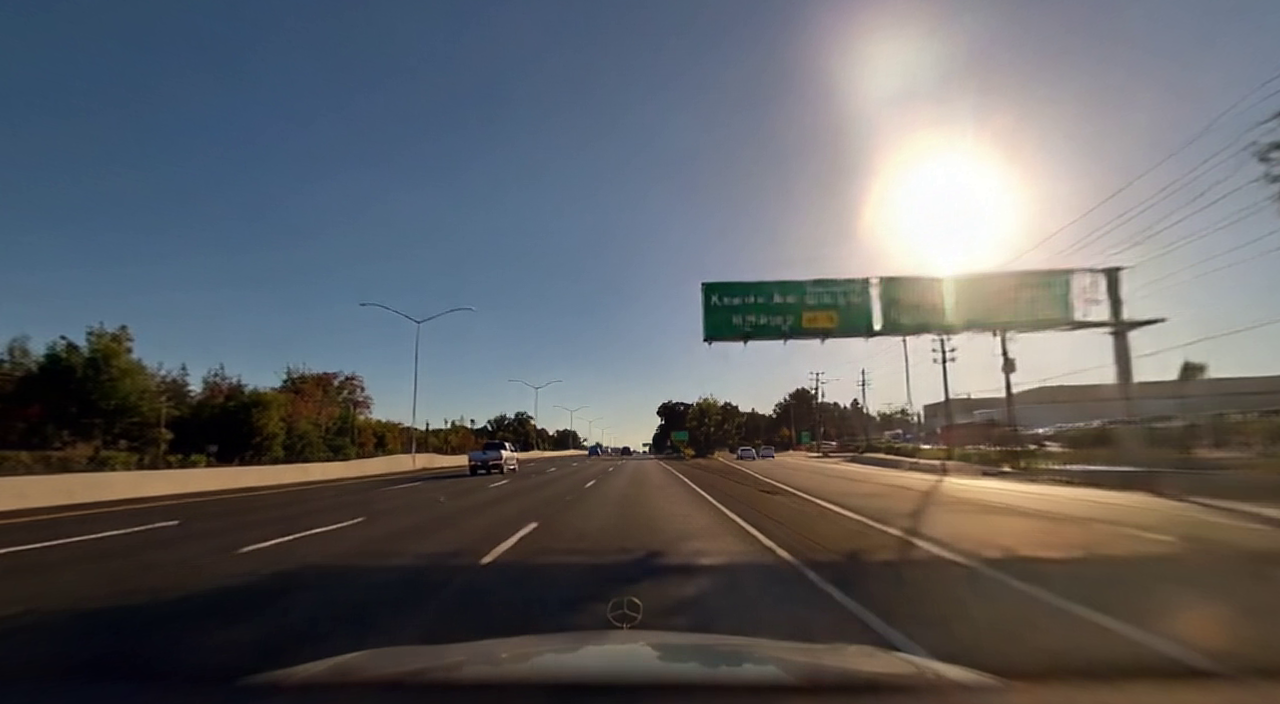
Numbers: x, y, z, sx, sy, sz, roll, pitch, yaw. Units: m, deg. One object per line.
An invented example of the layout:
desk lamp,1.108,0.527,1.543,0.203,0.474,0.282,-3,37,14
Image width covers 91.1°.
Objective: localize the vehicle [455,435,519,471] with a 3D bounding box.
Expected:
vehicle,-10.124,6.781,42.221,2.667,2.213,6.081,0,-8,1
